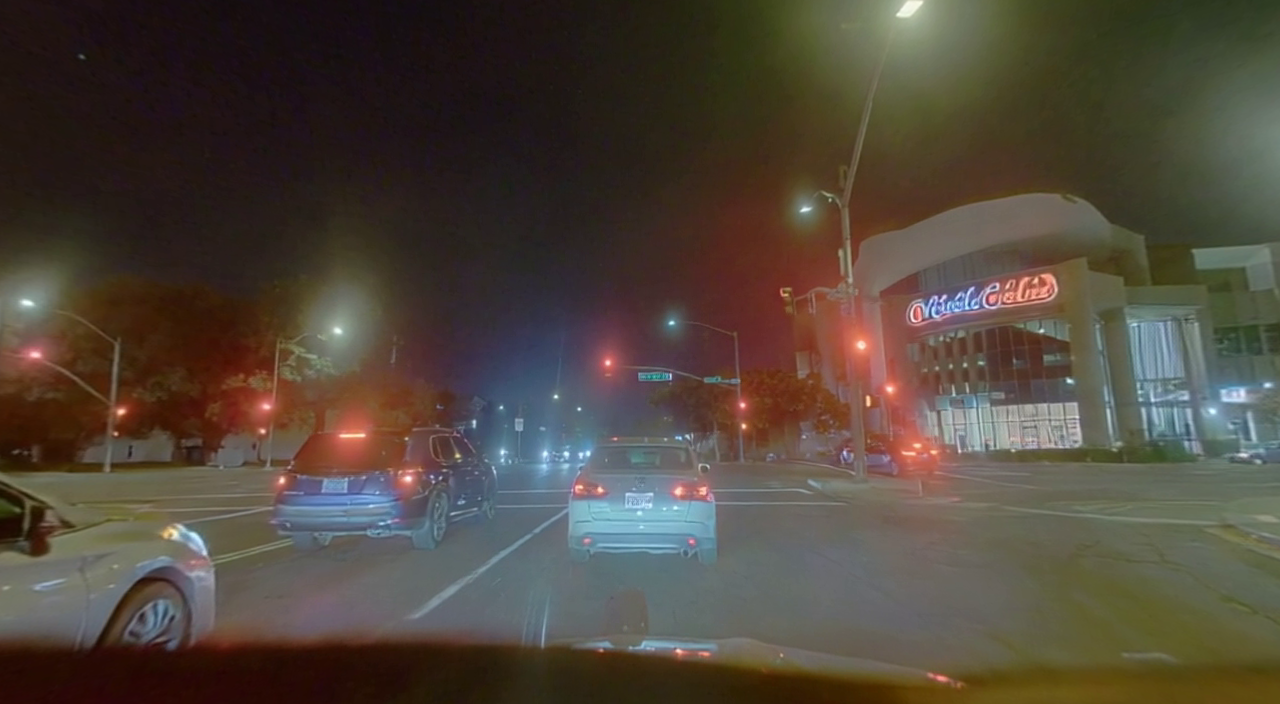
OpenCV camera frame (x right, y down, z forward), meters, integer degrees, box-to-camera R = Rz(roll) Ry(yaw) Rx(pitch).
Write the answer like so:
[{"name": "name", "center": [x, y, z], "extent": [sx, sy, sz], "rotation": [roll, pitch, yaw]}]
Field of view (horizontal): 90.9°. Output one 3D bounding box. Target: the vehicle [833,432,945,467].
[{"name": "vehicle", "center": [12.950, 5.096, 33.016], "extent": [5.032, 1.762, 1.982], "rotation": [0, -8, 0]}]

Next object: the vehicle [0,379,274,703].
[{"name": "vehicle", "center": [-3.334, 0.783, 1.707], "extent": [2.029, 1.517, 4.375], "rotation": [0, -8, 0]}]

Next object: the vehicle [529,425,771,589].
[{"name": "vehicle", "center": [0.177, 1.731, 7.894], "extent": [2.258, 1.507, 3.896], "rotation": [-1, -8, 3]}]

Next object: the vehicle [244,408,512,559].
[{"name": "vehicle", "center": [-3.450, 1.821, 9.408], "extent": [2.009, 1.704, 4.230], "rotation": [0, -8, 3]}]
